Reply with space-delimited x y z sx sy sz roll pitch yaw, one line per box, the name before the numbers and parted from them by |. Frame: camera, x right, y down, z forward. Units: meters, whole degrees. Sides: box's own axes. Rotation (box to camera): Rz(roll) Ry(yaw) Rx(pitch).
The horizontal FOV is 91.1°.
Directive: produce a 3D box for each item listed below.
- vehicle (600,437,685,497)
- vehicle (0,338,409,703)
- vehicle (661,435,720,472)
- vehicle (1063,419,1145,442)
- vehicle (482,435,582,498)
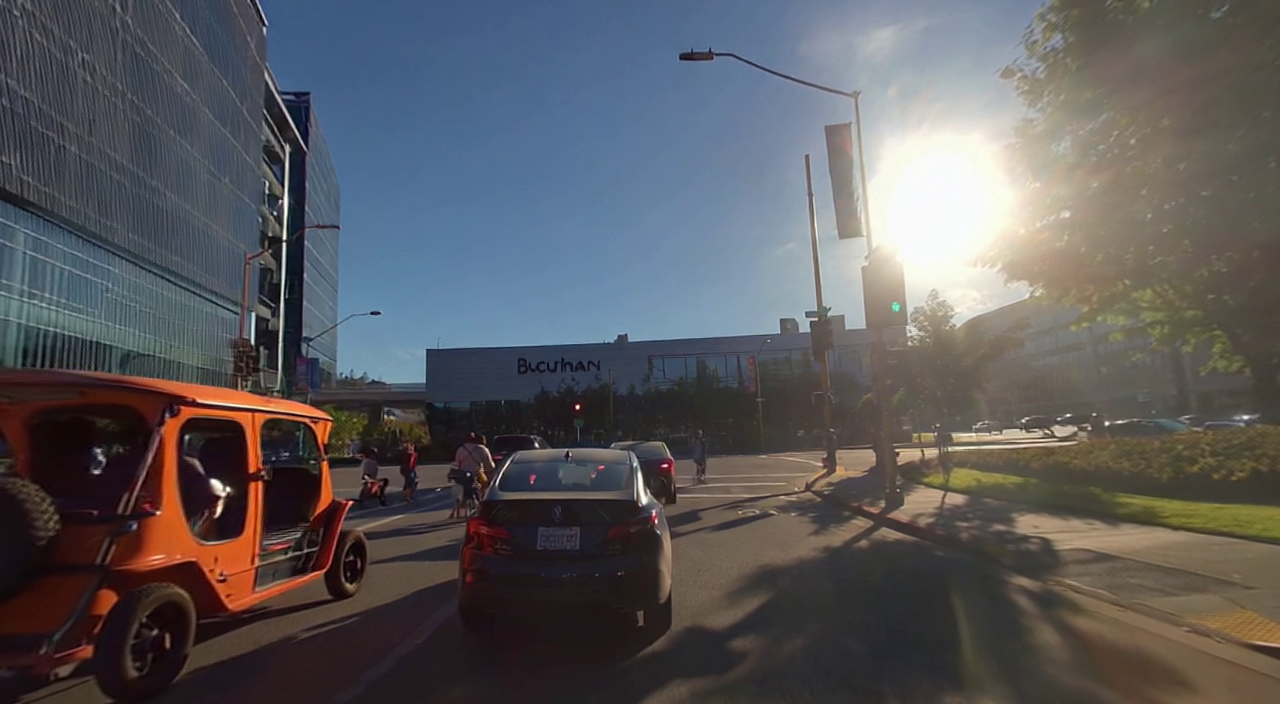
vehicle | 0.199 3.110 17.431 2.025 1.458 4.085 -1 -8 5
vehicle | -3.602 1.161 4.691 2.000 1.809 4.405 0 -8 1
vehicle | 2.533 4.894 30.547 2.082 1.671 3.992 -3 -9 16
vehicle | 30.735 5.228 41.632 1.751 1.420 4.027 8 -11 -43
vehicle | -2.991 3.262 18.317 1.935 1.615 4.073 -1 -8 4
